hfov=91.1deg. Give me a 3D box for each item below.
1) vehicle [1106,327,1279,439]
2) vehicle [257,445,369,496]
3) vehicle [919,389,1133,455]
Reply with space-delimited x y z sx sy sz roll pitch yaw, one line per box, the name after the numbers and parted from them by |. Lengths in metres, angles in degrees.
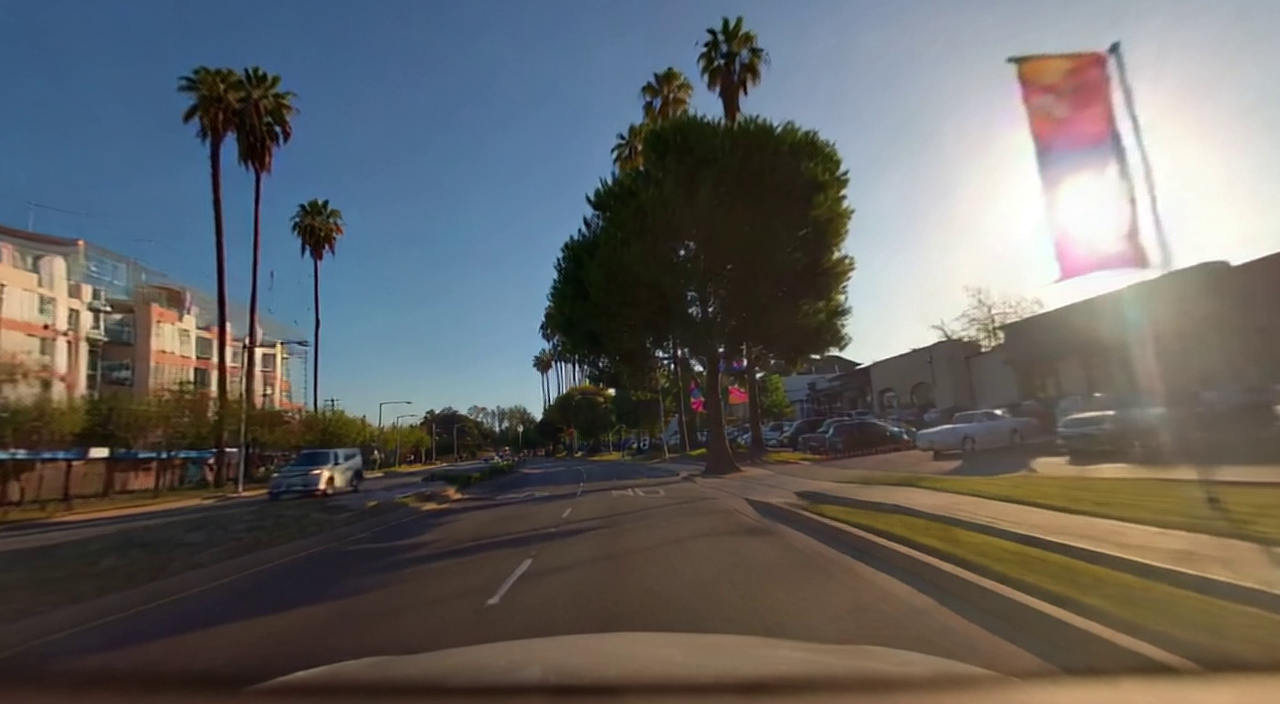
10.808 0.608 10.562 4.142 1.669 2.194 0 -9 0 | vehicle
-13.744 4.954 26.808 2.239 1.955 5.017 0 -9 -3 | vehicle
10.387 1.949 17.197 4.423 1.662 2.097 0 -9 0 | vehicle
